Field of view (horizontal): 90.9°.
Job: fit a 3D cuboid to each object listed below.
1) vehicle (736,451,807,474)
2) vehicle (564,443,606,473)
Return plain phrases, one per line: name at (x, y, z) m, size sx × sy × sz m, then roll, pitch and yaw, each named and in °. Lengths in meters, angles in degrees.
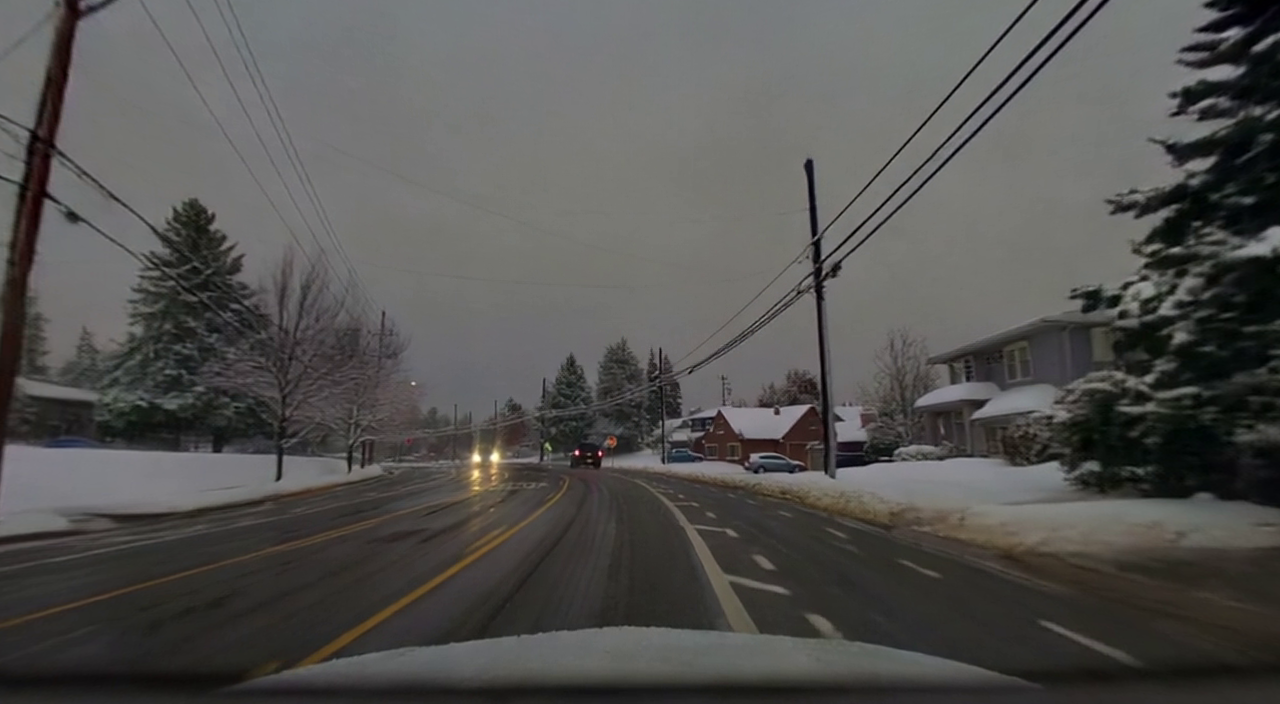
vehicle at (9.184, 7.716, 44.158) m, size 4.383 × 1.508 × 1.884 m, roll 1°, pitch -8°, yaw -10°
vehicle at (-3.816, 7.166, 42.909) m, size 2.284 × 1.741 × 4.702 m, roll 4°, pitch -8°, yaw -10°
